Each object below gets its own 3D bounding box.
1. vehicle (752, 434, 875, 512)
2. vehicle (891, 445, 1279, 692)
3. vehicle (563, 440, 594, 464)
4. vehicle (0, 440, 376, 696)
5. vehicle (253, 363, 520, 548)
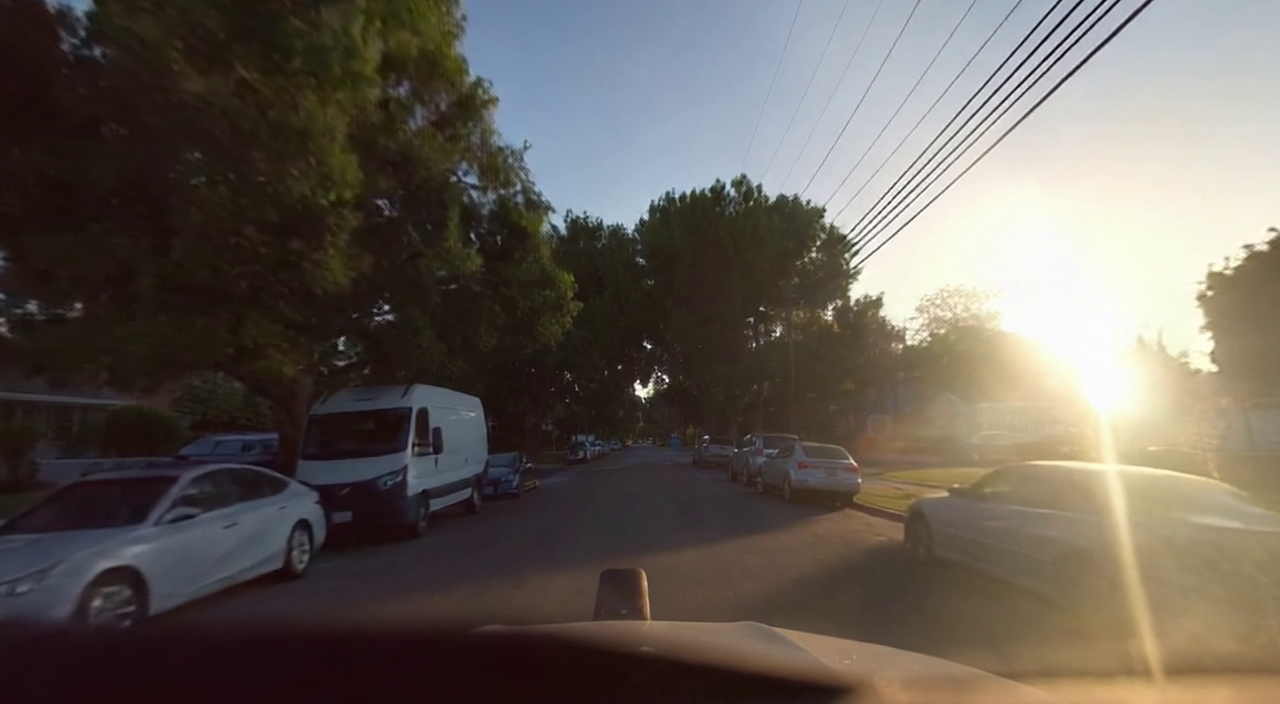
[{"bbox_3d":[4.081,2.880,15.558,1.839,1.520,4.498,3,-8,1],"label":"vehicle"},{"bbox_3d":[4.133,1.601,5.805,1.846,1.351,4.272,3,-8,-1],"label":"vehicle"},{"bbox_3d":[-4.338,7.098,44.798,1.870,1.562,4.212,-1,-8,-1],"label":"vehicle"},{"bbox_3d":[-4.816,1.759,6.483,2.023,1.568,4.942,-3,-8,1],"label":"vehicle"},{"bbox_3d":[-4.395,1.955,12.410,2.470,2.613,5.989,-4,-8,4],"label":"vehicle"}]
